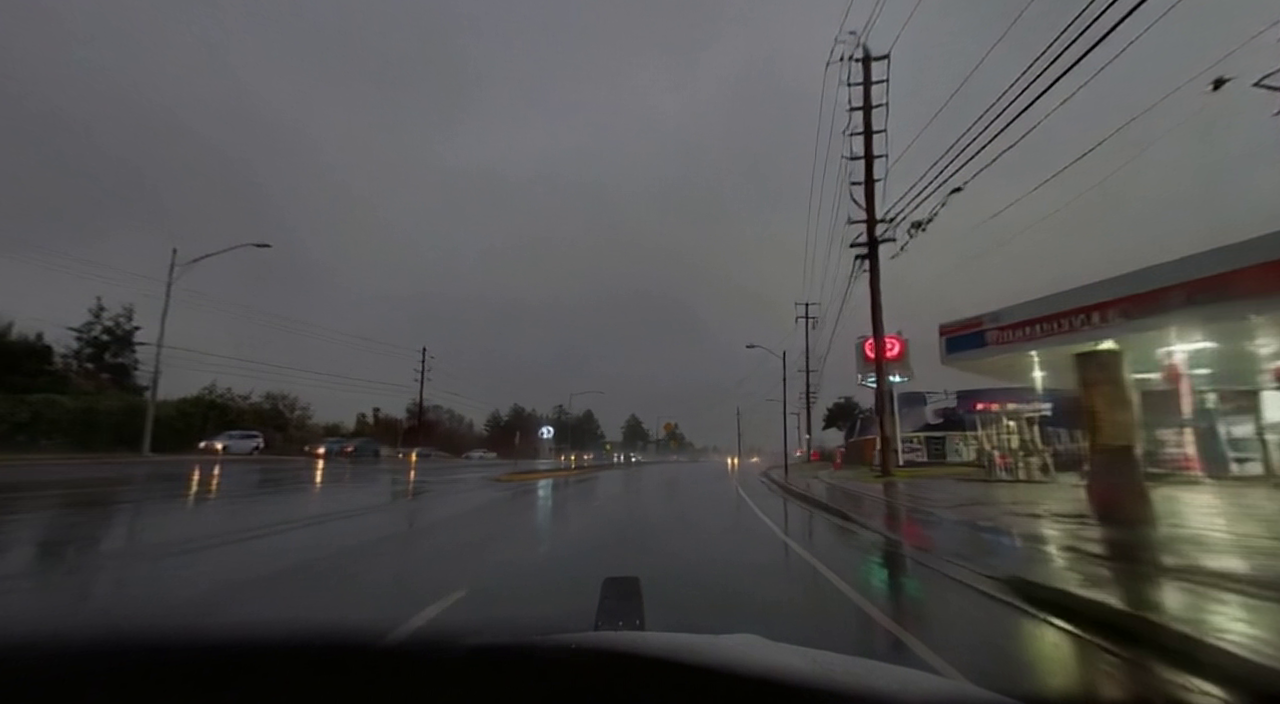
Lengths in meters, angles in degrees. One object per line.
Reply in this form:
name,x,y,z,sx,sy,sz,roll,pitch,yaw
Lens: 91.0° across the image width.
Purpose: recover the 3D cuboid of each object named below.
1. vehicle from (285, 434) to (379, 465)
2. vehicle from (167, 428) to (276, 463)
vehicle,-20.890,6.622,42.726,5.785,2.002,2.241,-4,-9,19
vehicle,-23.245,5.194,34.978,5.426,1.822,2.014,-2,-9,19
